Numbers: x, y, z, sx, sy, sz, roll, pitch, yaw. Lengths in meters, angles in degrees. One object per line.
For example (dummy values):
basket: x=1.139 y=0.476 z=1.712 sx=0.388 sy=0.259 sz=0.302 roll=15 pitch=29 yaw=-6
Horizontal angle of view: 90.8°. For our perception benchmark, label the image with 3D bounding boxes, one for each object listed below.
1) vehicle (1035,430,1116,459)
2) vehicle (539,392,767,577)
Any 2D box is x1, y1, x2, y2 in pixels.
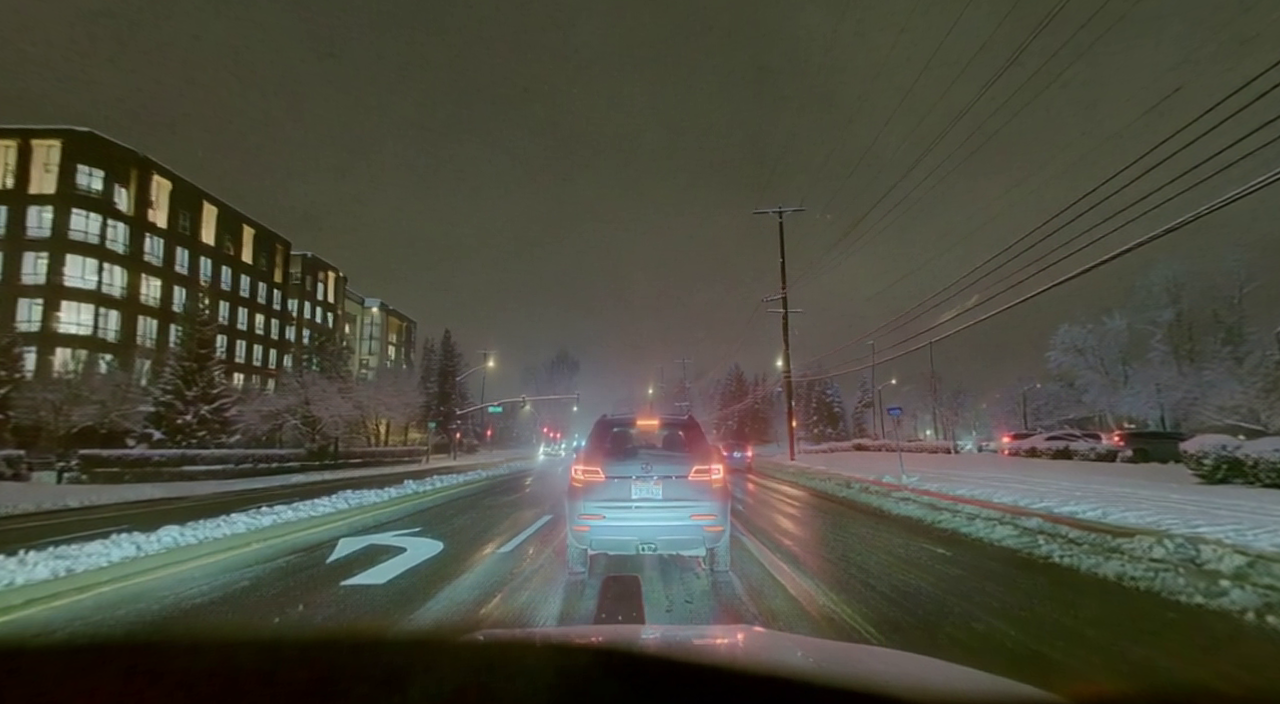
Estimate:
vehicle: x=33.926 y=7.262 z=49.495 sx=2.400 sy=2.035 sz=6.402 roll=-1 pitch=-9 yaw=7
vehicle: x=0.121 y=1.604 z=8.339 sx=2.189 sy=1.776 sz=4.342 roll=0 pitch=-9 yaw=0
